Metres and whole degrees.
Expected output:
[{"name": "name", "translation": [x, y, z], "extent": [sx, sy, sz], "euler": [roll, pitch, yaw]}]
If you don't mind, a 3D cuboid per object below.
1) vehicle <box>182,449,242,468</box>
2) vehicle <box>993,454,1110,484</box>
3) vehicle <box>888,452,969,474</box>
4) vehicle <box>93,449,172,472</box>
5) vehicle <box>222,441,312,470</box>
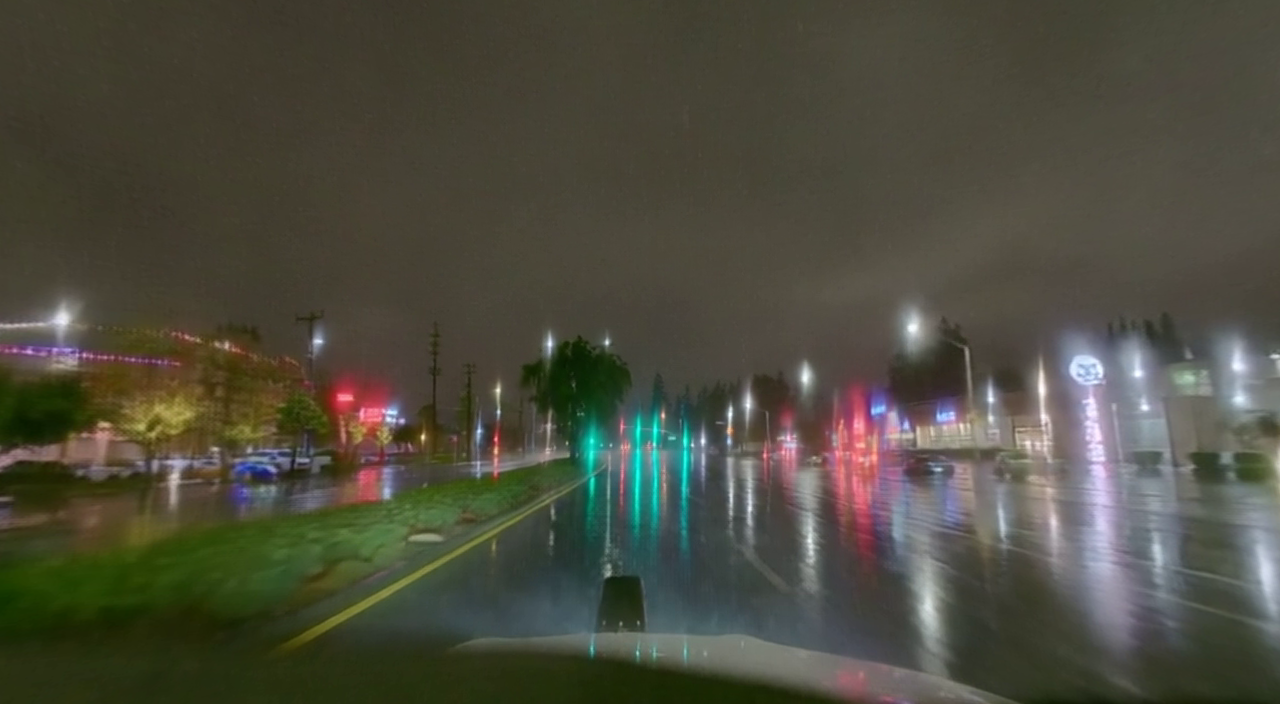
[{"name": "vehicle", "translation": [-33.237, 8.264, 49.212], "extent": [1.915, 1.442, 4.027], "euler": [0, -9, -2]}, {"name": "vehicle", "translation": [20.807, 5.932, 32.095], "extent": [4.500, 1.456, 1.962], "euler": [-1, -9, 2]}, {"name": "vehicle", "translation": [20.156, 7.781, 44.271], "extent": [4.764, 1.455, 1.832], "euler": [-1, -9, 3]}, {"name": "vehicle", "translation": [-34.775, 7.402, 43.431], "extent": [1.830, 1.458, 4.625], "euler": [-1, -9, -4]}, {"name": "vehicle", "translation": [-26.186, 7.302, 44.699], "extent": [2.356, 1.853, 6.402], "euler": [0, -9, 1]}]
